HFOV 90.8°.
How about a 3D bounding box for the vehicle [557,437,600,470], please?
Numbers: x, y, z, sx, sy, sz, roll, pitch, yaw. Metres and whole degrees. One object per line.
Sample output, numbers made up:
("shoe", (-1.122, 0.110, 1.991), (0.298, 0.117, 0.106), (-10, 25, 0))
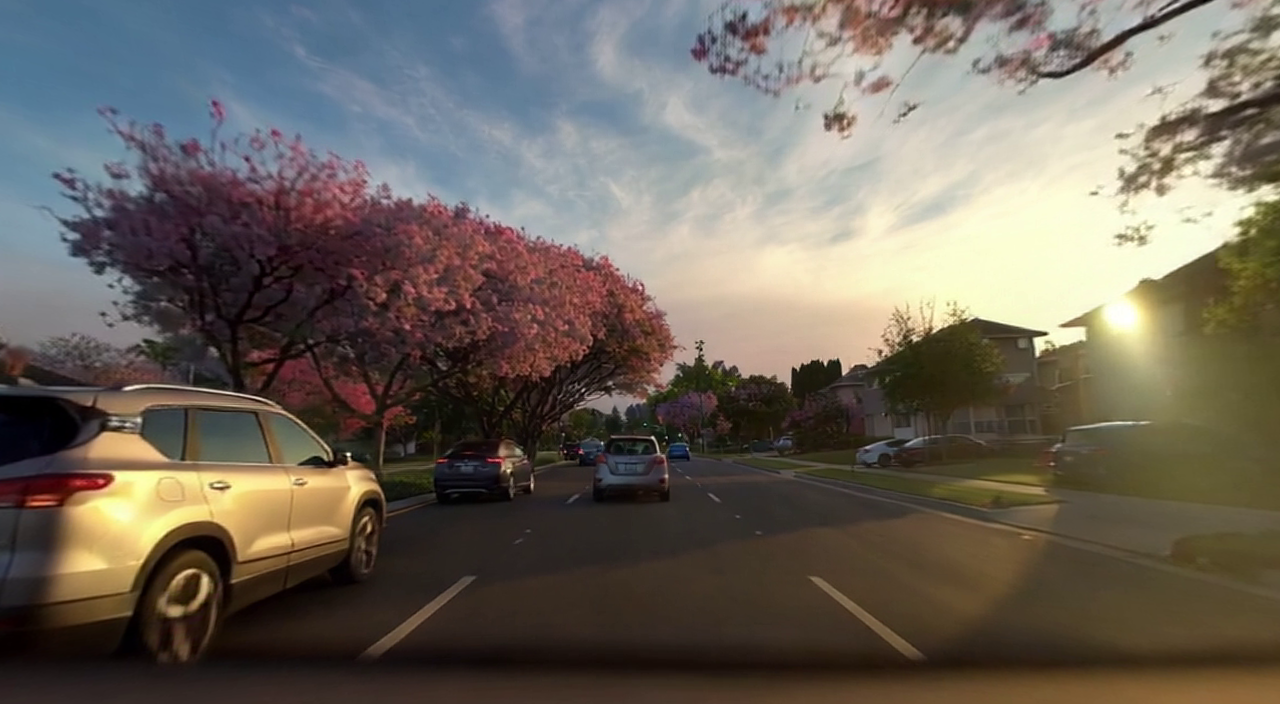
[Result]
("vehicle", (-3.535, 5.938, 37.276), (2.080, 1.780, 4.879), (0, -8, -1))

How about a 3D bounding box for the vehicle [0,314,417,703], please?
("vehicle", (-3.663, 1.131, 4.978), (2.161, 1.919, 4.798), (0, -8, -2))

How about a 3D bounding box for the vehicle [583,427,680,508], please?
("vehicle", (-0.191, 2.660, 14.914), (1.997, 1.636, 3.760), (0, -8, 0))

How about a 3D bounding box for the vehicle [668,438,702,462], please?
("vehicle", (3.352, 7.447, 47.993), (2.161, 1.686, 4.196), (0, -8, -1))

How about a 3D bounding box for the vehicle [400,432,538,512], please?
("vehicle", (-3.715, 2.681, 14.540), (2.066, 1.565, 3.905), (0, -8, 0))
